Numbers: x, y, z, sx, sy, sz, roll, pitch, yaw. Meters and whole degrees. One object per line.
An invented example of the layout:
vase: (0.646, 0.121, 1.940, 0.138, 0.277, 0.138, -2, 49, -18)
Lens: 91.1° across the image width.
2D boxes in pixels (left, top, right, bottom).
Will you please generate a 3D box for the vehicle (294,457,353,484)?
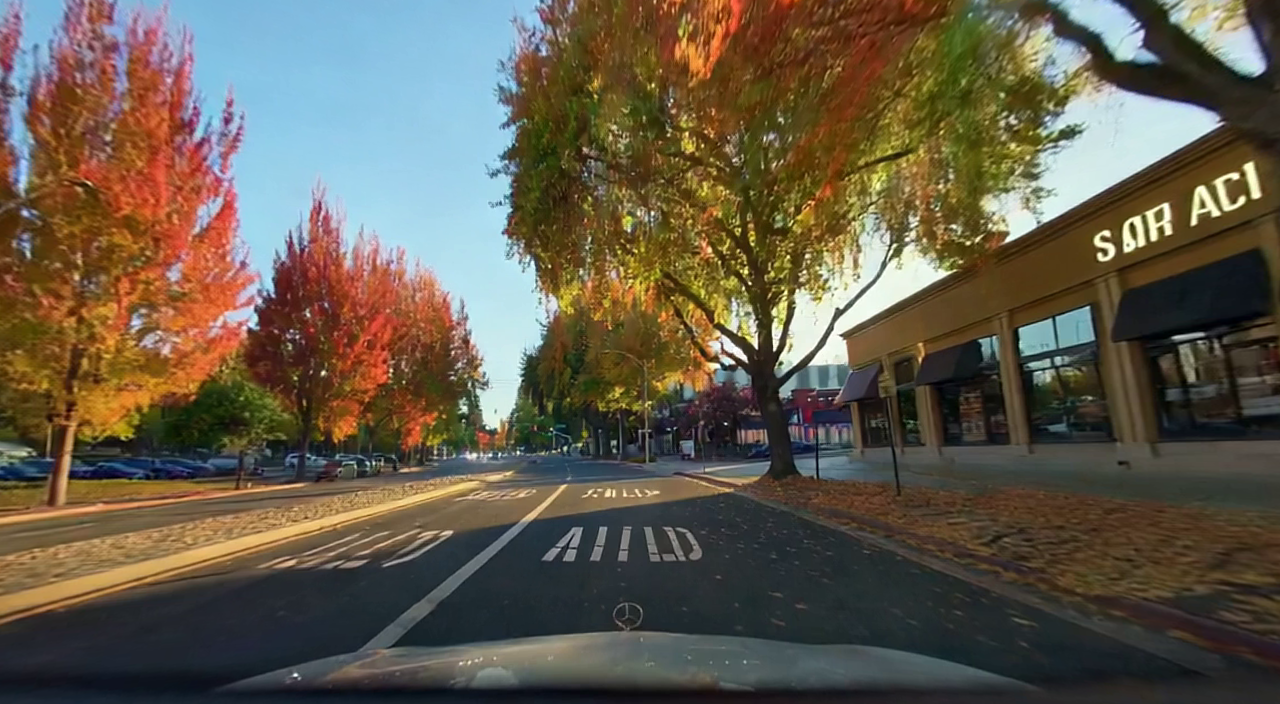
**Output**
vehicle: (-20.830, 7.781, 41.517, 1.956, 1.550, 4.375, 1, -9, -6)

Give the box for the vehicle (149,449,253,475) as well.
vehicle: (-31.808, 7.984, 45.626, 5.746, 1.807, 2.140, 1, -9, -8)
